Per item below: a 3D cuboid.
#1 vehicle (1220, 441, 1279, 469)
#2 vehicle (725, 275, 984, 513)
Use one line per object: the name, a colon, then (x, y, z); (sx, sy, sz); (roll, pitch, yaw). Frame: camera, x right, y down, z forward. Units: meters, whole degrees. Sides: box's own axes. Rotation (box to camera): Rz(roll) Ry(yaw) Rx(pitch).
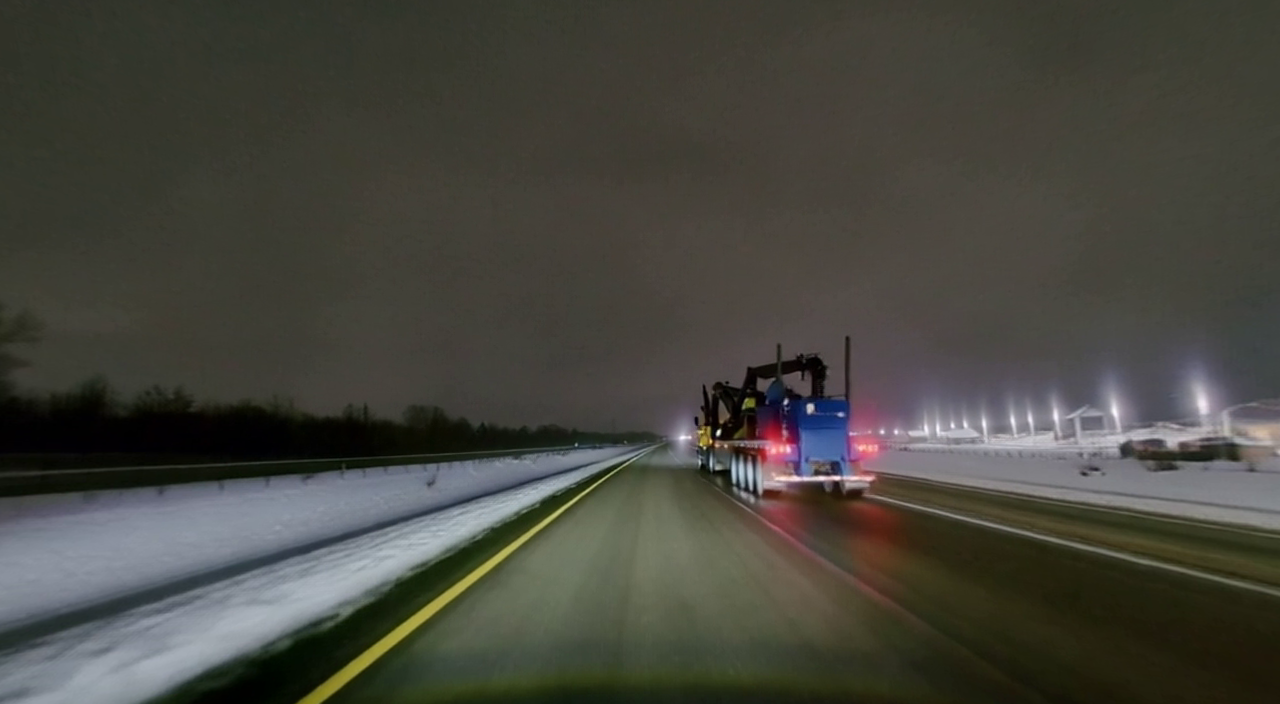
vehicle: (43.476, 7.044, 43.211); (5.053, 1.689, 2.144); (-3, -8, 3)
vehicle: (3.963, 1.136, 13.759); (3.279, 3.956, 6.541); (0, -9, 1)
